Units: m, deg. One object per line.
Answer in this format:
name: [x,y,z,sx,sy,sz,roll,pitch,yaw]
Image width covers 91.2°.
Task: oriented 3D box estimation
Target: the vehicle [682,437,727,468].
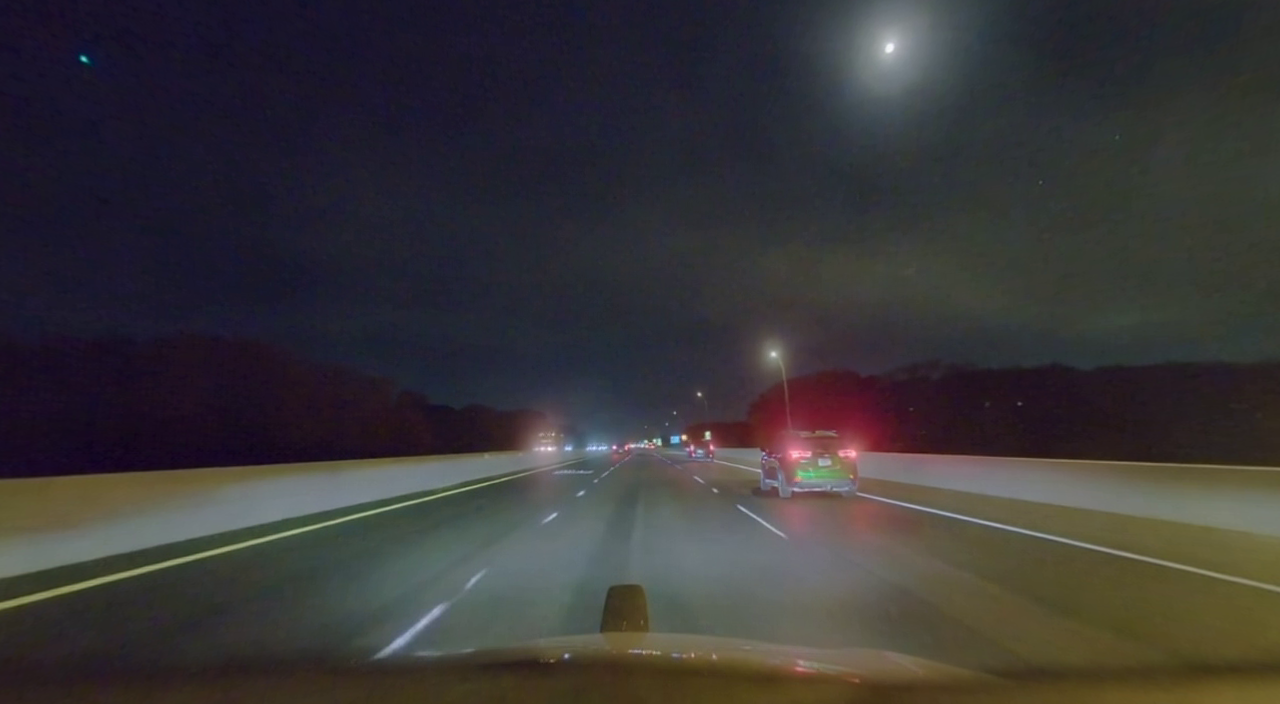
vehicle: [3.656,5.812,36.415,2.202,1.682,4.188,0,-8,0]
